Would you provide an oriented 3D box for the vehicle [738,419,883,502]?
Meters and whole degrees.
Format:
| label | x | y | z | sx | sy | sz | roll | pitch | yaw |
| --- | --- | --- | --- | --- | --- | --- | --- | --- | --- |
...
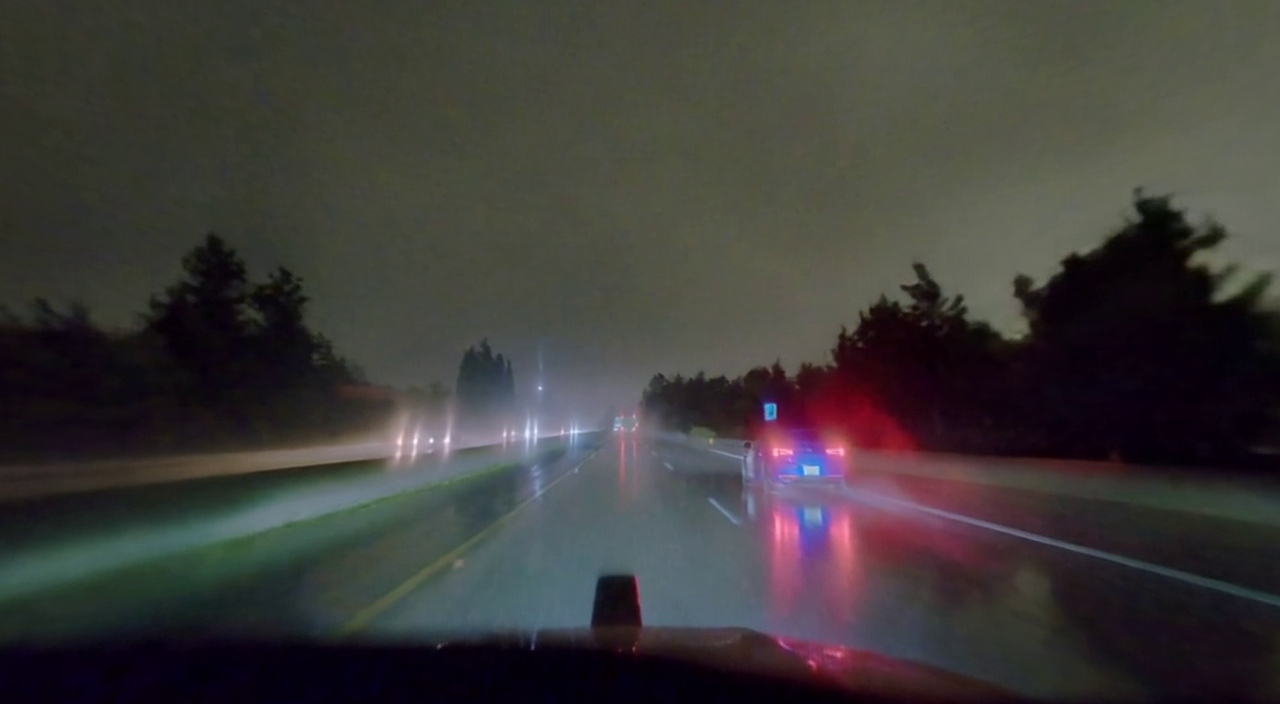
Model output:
| label | x | y | z | sx | sy | sz | roll | pitch | yaw |
| --- | --- | --- | --- | --- | --- | --- | --- | --- | --- |
| vehicle | 3.554 | 2.328 | 13.969 | 1.973 | 1.563 | 3.959 | 0 | -8 | -2 |
